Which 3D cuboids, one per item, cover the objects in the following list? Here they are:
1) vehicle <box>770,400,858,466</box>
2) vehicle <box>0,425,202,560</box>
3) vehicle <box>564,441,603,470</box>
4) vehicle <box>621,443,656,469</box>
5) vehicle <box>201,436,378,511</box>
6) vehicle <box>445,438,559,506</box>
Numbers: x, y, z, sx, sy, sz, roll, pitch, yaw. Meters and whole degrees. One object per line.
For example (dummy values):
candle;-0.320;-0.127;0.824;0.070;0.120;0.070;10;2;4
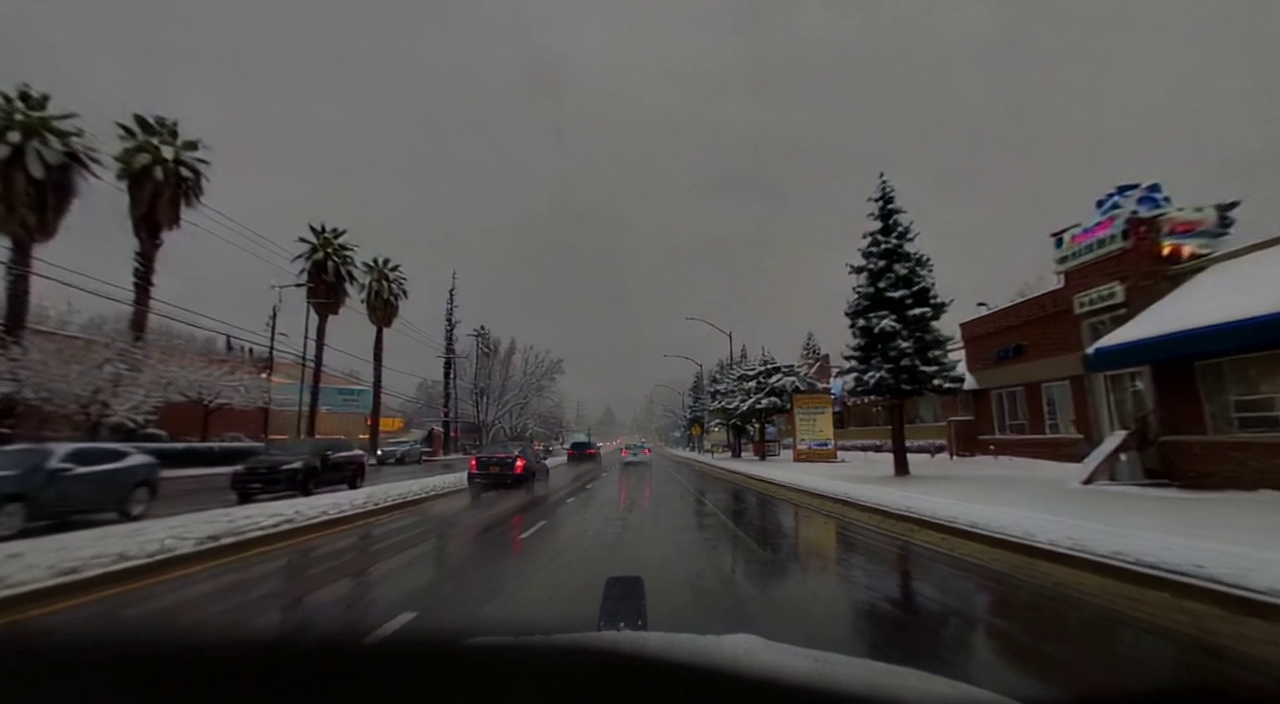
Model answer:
vehicle;10.008;4.824;37.119;2.878;3.388;8.331;-1;-8;1
vehicle;-8.488;1.874;8.703;1.893;1.576;4.075;-2;-9;0
vehicle;-3.340;6.211;37.996;1.979;1.634;3.957;0;-8;0
vehicle;-0.097;6.517;39.485;2.094;1.496;4.070;0;-8;0
vehicle;-8.541;2.971;15.887;1.928;1.532;4.533;-2;-9;-1
vehicle;-3.391;3.031;16.386;1.904;1.513;4.410;0;-8;1
